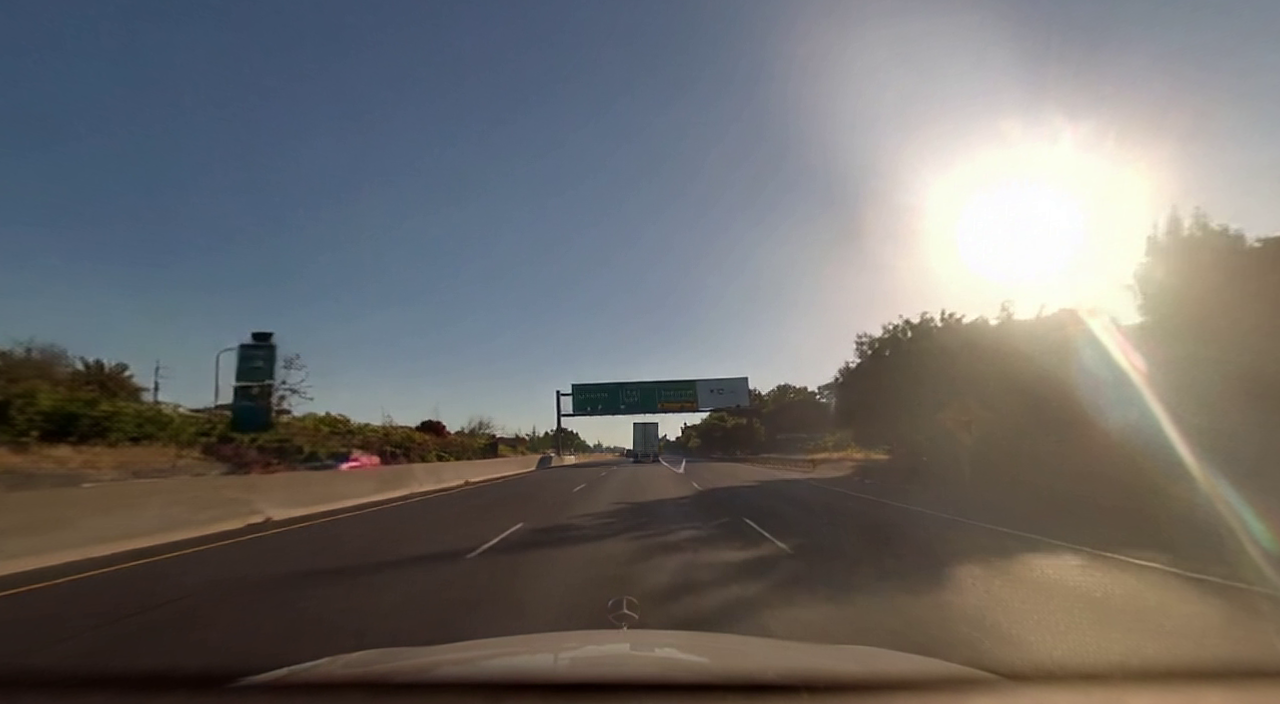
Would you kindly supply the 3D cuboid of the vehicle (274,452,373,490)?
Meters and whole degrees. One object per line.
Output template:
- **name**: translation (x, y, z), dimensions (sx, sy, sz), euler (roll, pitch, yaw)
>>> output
- **vehicle**: translation (-13.382, 5.042, 27.051), dimensions (1.893, 1.421, 4.469), euler (0, -9, 1)
